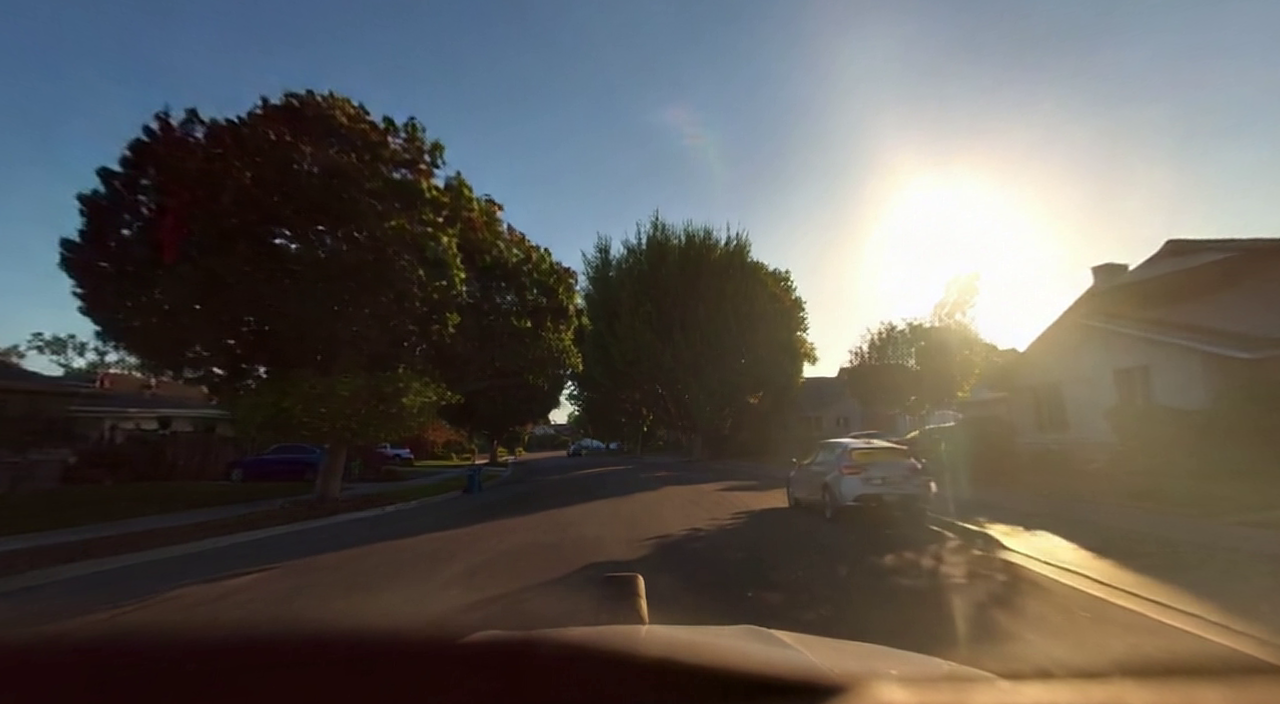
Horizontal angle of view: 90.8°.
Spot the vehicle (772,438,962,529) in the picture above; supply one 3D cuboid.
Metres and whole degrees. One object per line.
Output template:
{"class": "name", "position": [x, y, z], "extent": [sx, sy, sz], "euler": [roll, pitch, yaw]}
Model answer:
{"class": "vehicle", "position": [4.312, 2.575, 12.963], "extent": [2.088, 1.522, 4.449], "euler": [0, -9, -2]}
